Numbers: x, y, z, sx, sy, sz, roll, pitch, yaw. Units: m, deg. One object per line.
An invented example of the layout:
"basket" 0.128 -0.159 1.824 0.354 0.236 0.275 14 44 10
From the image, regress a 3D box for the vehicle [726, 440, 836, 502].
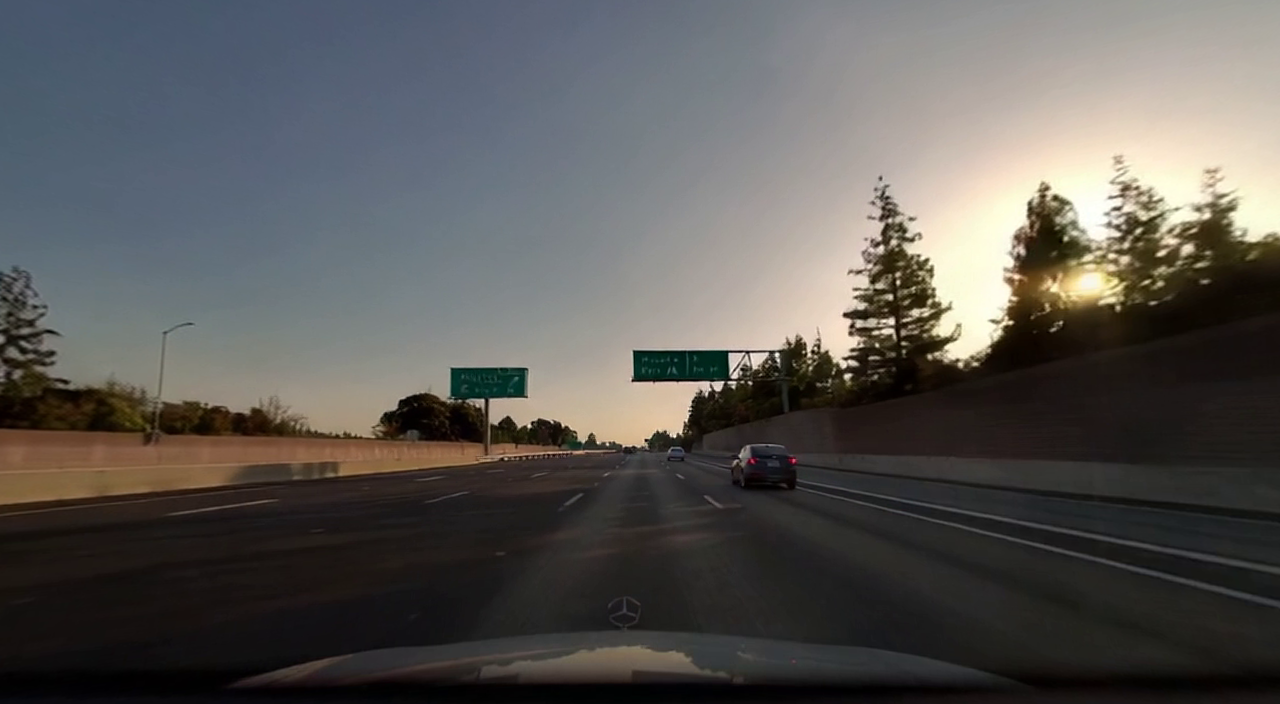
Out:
"vehicle" 3.764 3.258 17.652 2.033 1.501 4.398 0 -9 0
